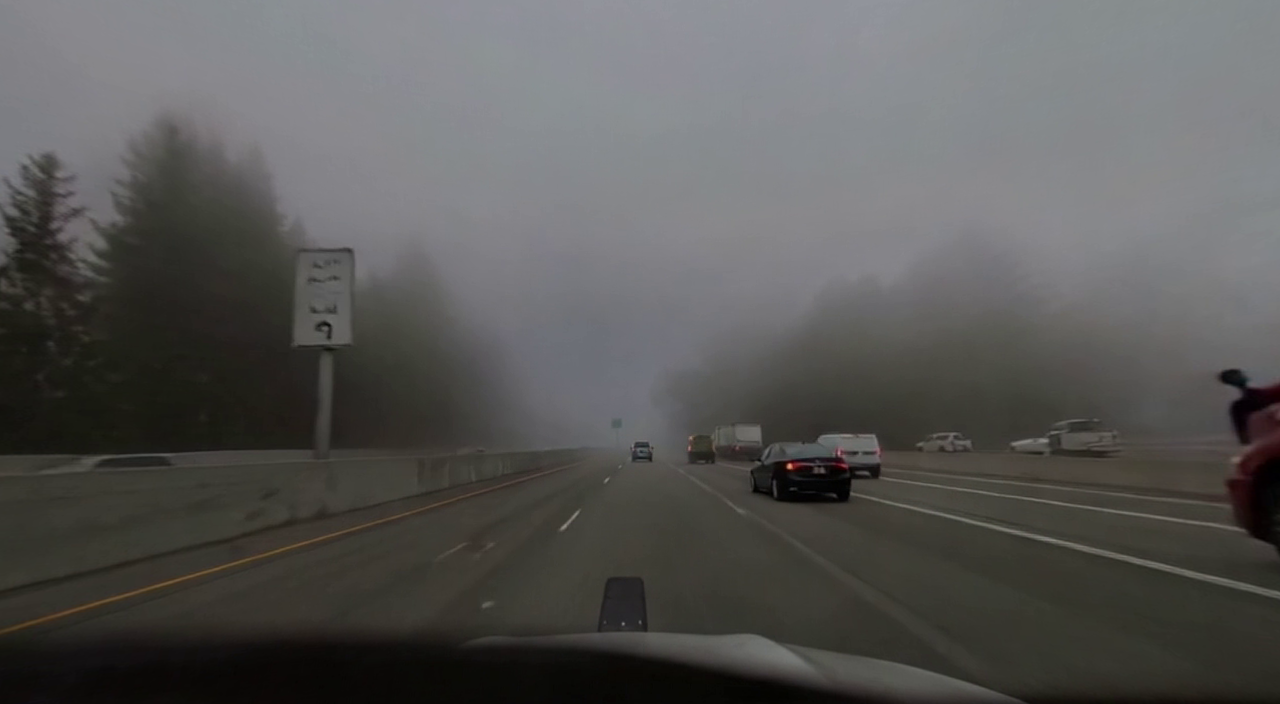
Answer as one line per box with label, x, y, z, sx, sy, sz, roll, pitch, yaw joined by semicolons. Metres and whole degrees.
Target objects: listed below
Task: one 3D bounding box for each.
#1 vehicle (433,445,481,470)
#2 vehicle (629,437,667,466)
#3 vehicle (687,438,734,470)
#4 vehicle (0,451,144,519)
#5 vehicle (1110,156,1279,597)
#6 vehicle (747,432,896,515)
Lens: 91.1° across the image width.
vehicle;-13.131;7.599;45.332;1.987;1.671;4.600;0;-8;2
vehicle;0.503;6.338;40.007;2.313;1.736;4.215;0;-8;1
vehicle;3.909;5.709;35.363;2.084;1.668;4.511;0;-8;0
vehicle;-17.246;3.705;18.012;2.123;1.677;4.721;0;-8;0
vehicle;7.286;-0.071;3.804;2.824;4.018;7.624;0;-8;1
vehicle;3.697;2.559;13.794;1.888;1.501;4.608;0;-8;0
